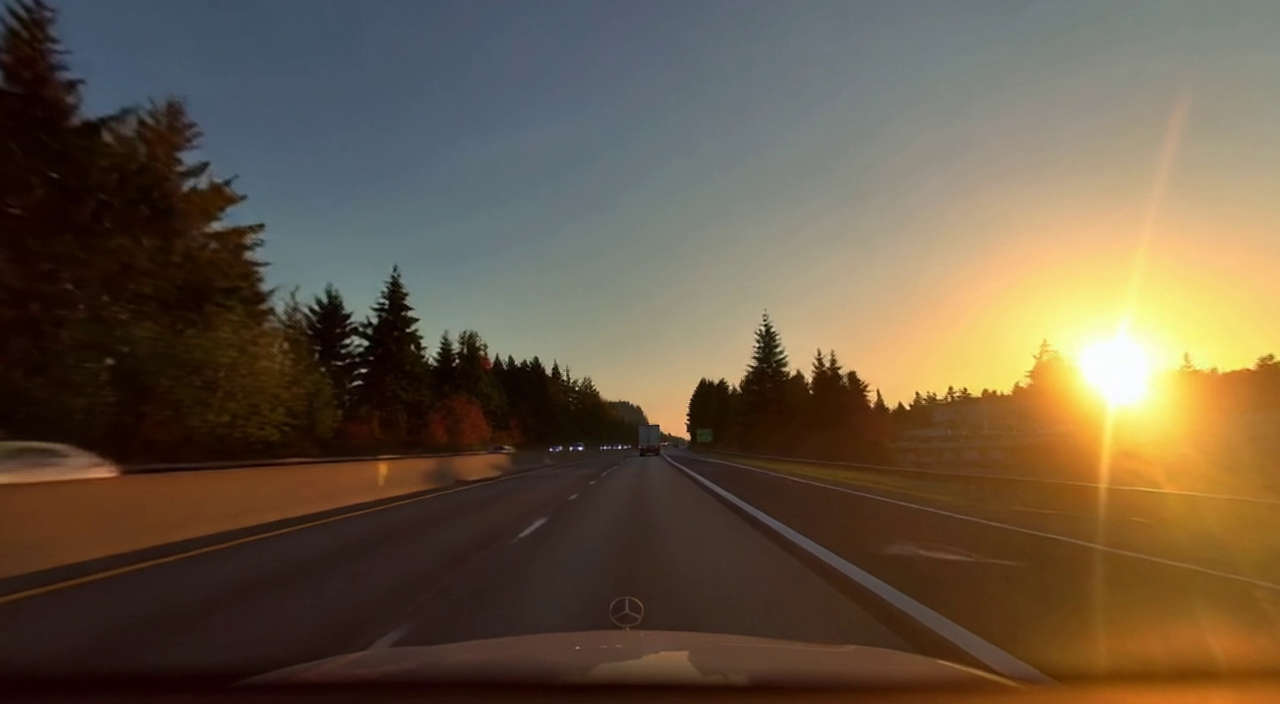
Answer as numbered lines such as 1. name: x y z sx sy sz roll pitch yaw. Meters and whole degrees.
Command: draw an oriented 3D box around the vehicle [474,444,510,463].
1. vehicle: -11.459 7.887 48.992 1.761 1.451 3.782 0 -9 1
